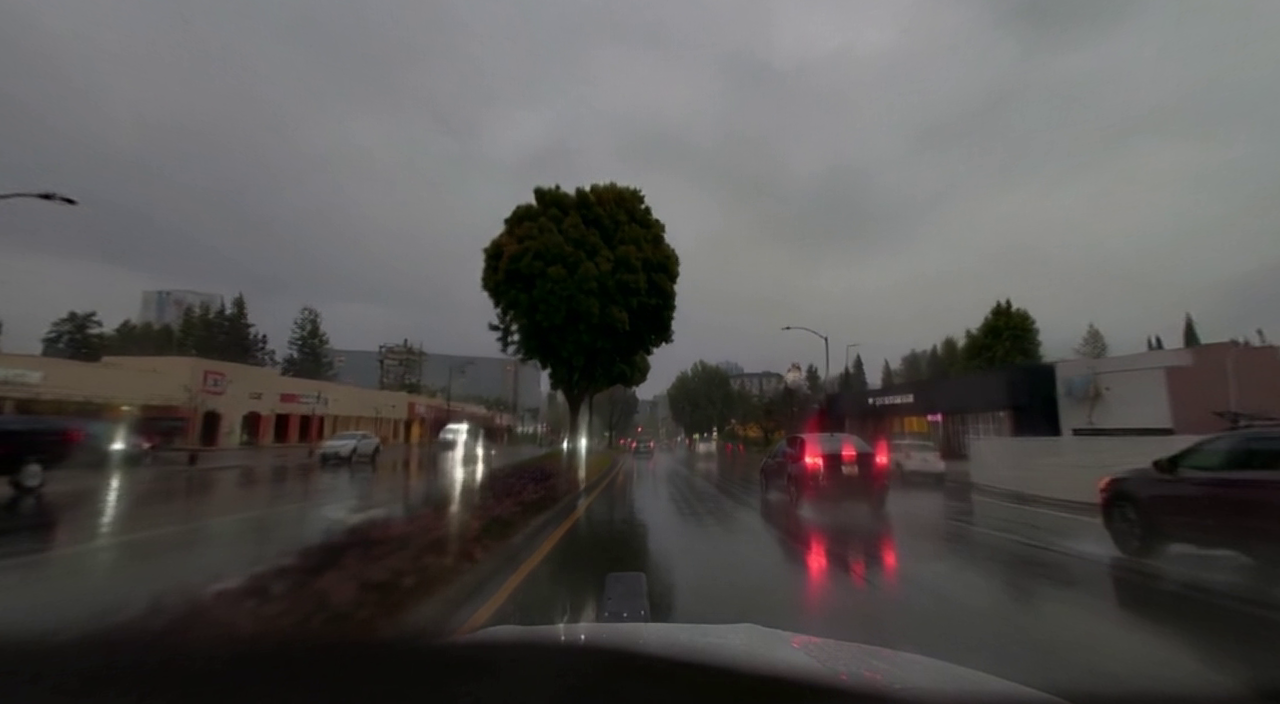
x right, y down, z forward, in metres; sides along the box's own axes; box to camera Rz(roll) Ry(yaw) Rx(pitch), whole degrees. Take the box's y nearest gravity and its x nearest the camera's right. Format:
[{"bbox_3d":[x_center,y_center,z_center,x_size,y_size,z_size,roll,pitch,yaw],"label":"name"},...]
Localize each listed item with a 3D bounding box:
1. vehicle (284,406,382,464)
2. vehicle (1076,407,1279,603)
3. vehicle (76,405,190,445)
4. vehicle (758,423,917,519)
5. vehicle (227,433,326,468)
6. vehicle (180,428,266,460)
[{"bbox_3d":[-18.933,5.242,39.419,2.811,3.326,6.083,0,-9,2],"label":"vehicle"},{"bbox_3d":[6.806,1.400,5.797,2.134,1.738,4.833,0,-9,0],"label":"vehicle"},{"bbox_3d":[-26.908,3.922,33.596,4.235,2.032,2.010,0,-9,1],"label":"vehicle"},{"bbox_3d":[3.876,2.416,13.207,2.072,1.669,3.836,0,-9,0],"label":"vehicle"},{"bbox_3d":[-18.917,5.153,33.121,2.015,1.647,5.085,0,-9,2],"label":"vehicle"},{"bbox_3d":[-25.618,5.700,38.840,3.907,1.800,1.917,-2,-10,2],"label":"vehicle"}]
